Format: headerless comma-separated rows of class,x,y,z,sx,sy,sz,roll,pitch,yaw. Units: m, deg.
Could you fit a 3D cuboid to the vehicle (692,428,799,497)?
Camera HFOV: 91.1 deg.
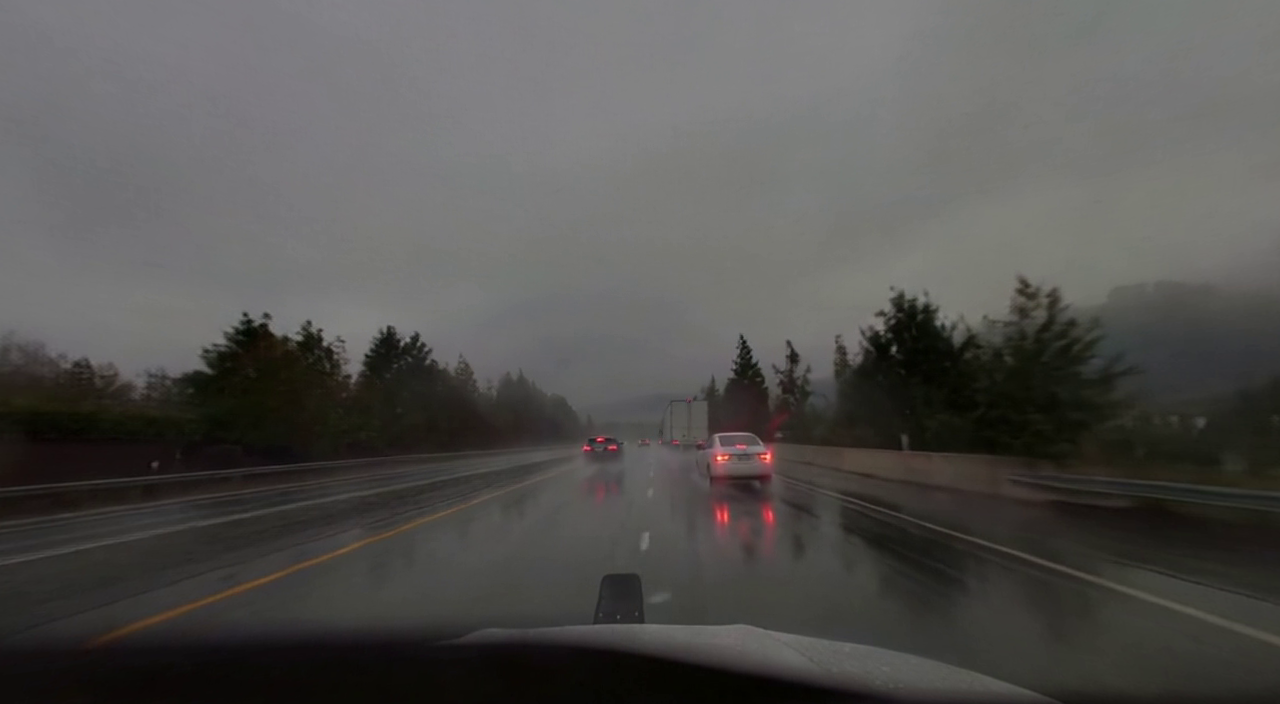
vehicle,2.548,2.782,16.366,2.072,1.534,4.300,0,-8,1

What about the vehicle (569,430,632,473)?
vehicle,-1.537,4.119,26.429,2.192,1.623,4.887,0,-8,2
